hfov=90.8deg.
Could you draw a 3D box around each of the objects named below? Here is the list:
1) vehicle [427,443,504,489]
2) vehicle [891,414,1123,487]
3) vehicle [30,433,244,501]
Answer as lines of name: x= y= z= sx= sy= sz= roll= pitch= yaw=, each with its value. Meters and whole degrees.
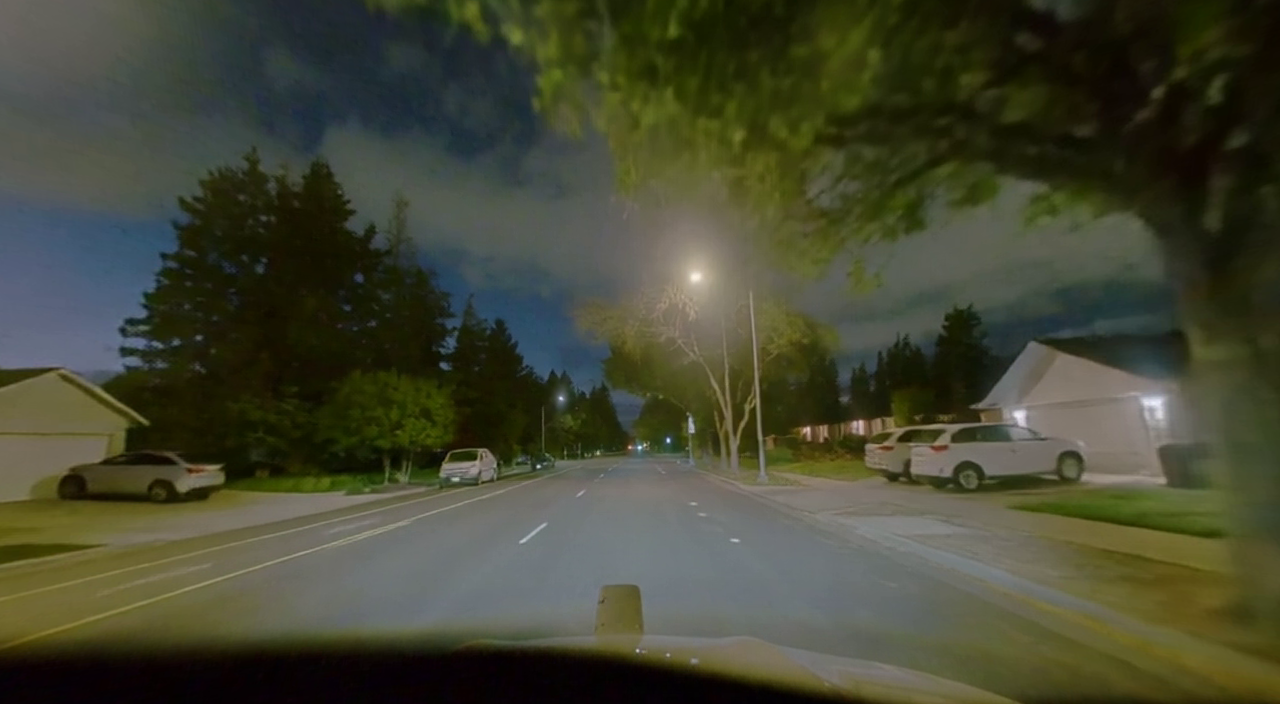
vehicle: x=-7.850 y=5.131 z=28.907 sx=2.122 sy=1.739 sz=4.770 roll=-4 pitch=-8 yaw=0
vehicle: x=8.968 y=2.449 z=15.766 sx=4.535 sy=1.697 sz=1.968 roll=0 pitch=-9 yaw=-1
vehicle: x=-14.610 y=3.333 z=18.548 sx=4.602 sy=1.847 sz=1.976 roll=-1 pitch=-9 yaw=4
